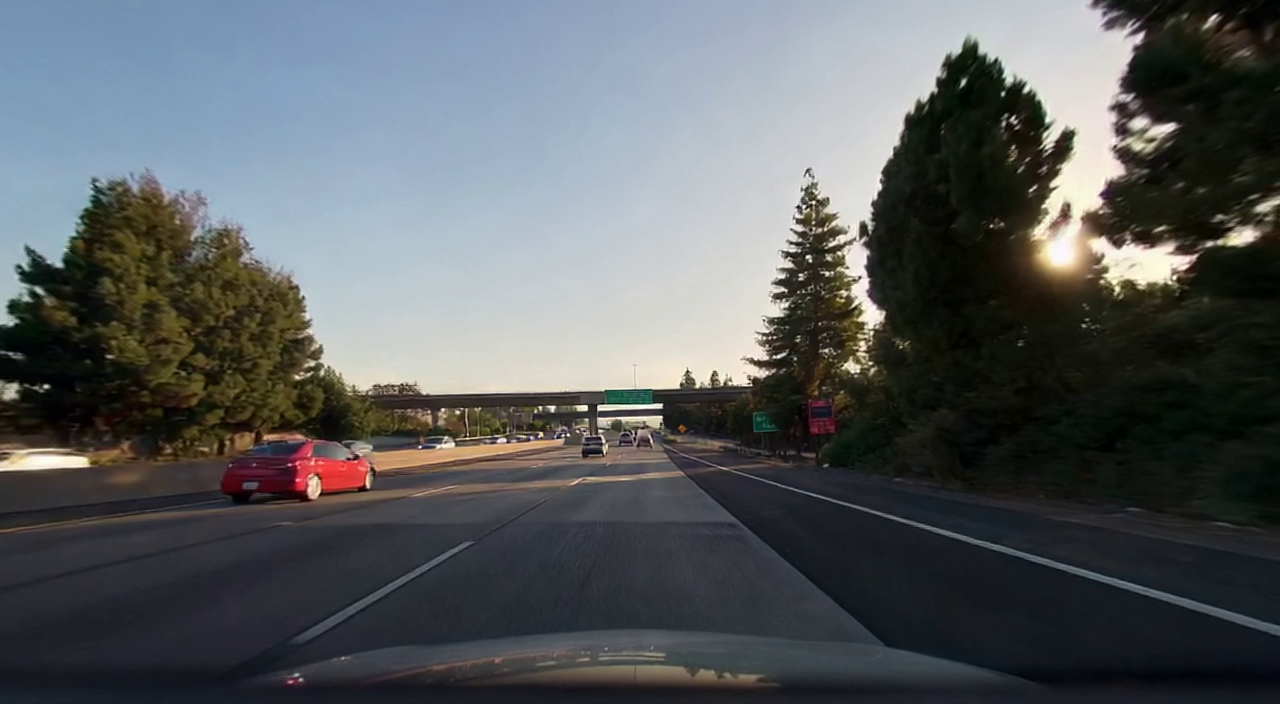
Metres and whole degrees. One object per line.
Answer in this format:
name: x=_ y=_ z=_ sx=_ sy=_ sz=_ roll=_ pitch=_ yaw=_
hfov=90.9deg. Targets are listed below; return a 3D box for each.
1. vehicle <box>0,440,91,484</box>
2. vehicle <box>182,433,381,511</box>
vehicle: x=-21.728 y=3.819 z=22.111 sx=1.655 sy=1.420 sz=3.524 roll=0 pitch=-8 yaw=1
vehicle: x=-7.796 y=2.636 z=14.304 sx=1.987 sy=1.486 sz=4.174 roll=0 pitch=-8 yaw=1
